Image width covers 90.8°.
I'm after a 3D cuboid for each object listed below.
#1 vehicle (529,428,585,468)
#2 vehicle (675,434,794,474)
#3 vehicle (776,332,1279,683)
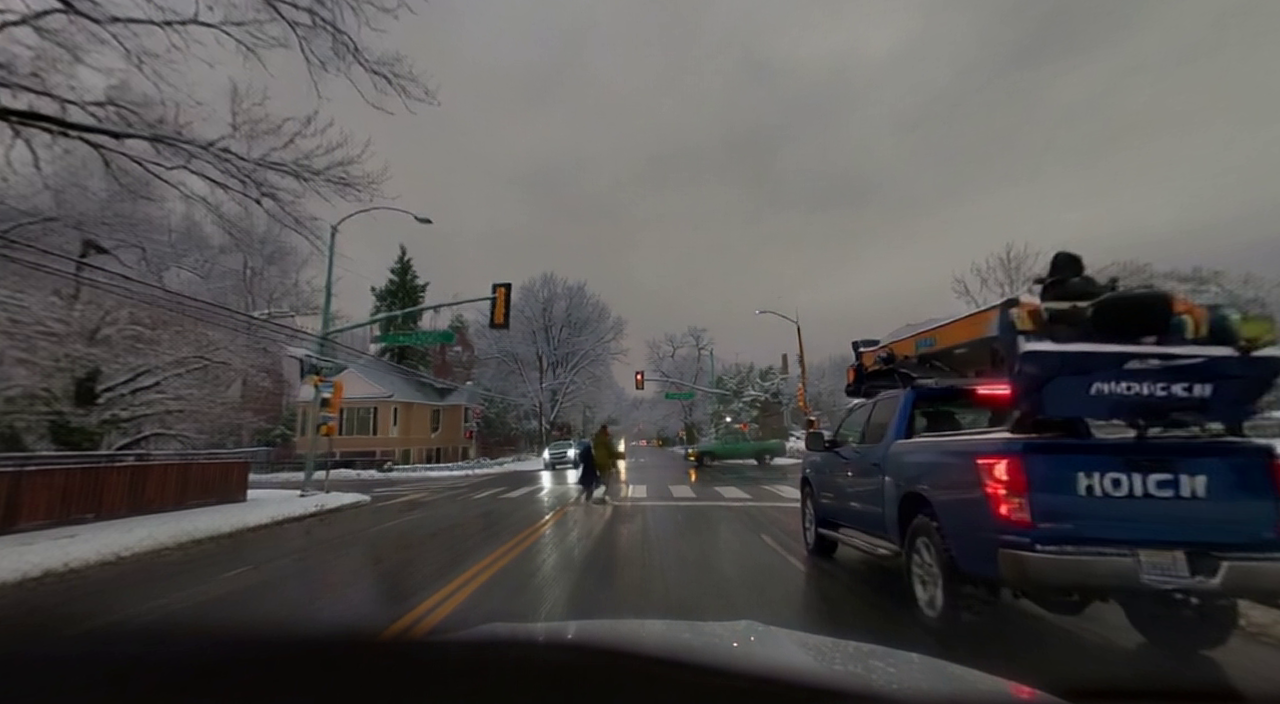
[{"bbox_3d":[-5.721,6.789,44.764,2.896,2.560,7.322,0,-8,0],"label":"vehicle"},{"bbox_3d":[4.056,4.442,27.717,4.771,1.630,1.979,1,-9,-5],"label":"vehicle"},{"bbox_3d":[3.100,1.278,6.436,2.177,2.015,5.463,0,-8,0],"label":"vehicle"}]
